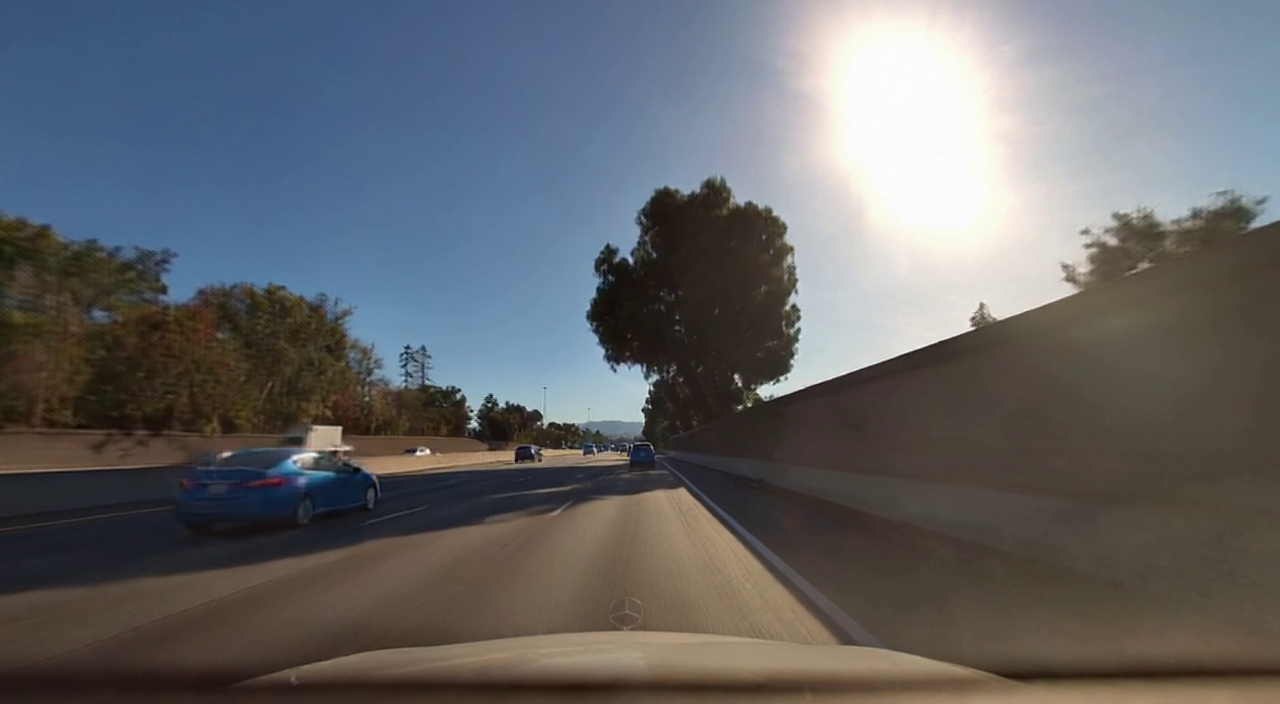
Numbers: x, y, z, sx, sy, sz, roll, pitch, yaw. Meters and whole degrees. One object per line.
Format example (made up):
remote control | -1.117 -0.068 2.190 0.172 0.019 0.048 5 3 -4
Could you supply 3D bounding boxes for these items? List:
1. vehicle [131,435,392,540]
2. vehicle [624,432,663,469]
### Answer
vehicle | -6.603 2.377 11.788 2.116 1.570 4.377 0 -8 1
vehicle | 0.218 6.221 39.905 2.318 2.145 4.561 0 -8 0
